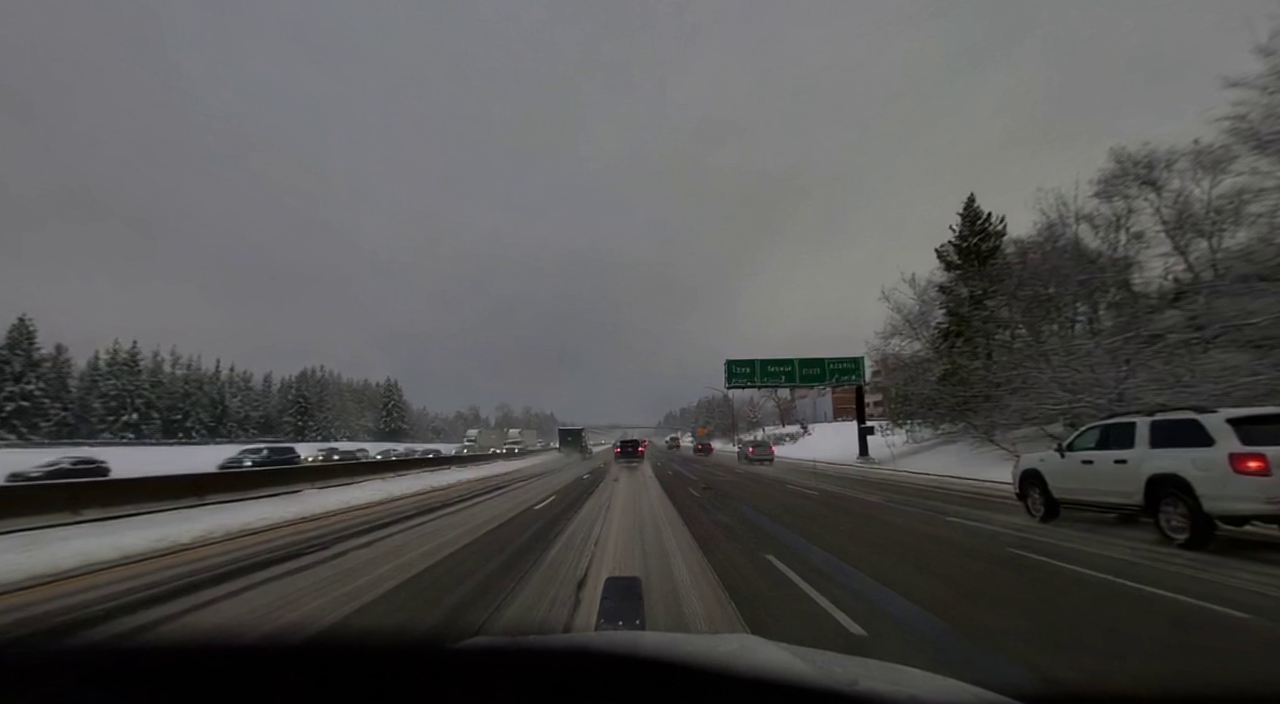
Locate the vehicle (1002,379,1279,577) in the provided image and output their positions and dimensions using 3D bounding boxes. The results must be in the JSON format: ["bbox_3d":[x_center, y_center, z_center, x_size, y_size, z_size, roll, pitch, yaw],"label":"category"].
[{"bbox_3d":[7.409,1.591,8.529,2.077,1.955,4.817,0,-9,-1],"label":"vehicle"}]

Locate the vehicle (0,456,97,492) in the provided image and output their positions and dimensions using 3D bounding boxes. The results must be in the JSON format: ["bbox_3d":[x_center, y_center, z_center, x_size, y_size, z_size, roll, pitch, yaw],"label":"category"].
[{"bbox_3d":[-25.283,5.098,26.628,1.663,1.370,3.443,0,-9,-1],"label":"vehicle"}]

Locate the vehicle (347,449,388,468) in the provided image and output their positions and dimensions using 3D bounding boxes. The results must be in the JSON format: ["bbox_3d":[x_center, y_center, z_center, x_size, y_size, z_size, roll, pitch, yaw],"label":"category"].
[{"bbox_3d":[-21.390,8.343,49.631,1.691,1.389,3.359,0,-9,0],"label":"vehicle"}]

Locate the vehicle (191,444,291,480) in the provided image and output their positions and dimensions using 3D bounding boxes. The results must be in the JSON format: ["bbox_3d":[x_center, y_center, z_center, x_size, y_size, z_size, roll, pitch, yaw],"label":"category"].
[{"bbox_3d":[-17.610,4.838,28.109,2.002,1.476,3.730,0,-9,-1],"label":"vehicle"}]

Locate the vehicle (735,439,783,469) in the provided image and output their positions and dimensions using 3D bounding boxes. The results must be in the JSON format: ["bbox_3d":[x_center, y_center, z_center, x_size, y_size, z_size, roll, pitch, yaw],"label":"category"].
[{"bbox_3d":[7.027,6.056,37.680,1.944,1.666,4.184,0,-9,-2],"label":"vehicle"}]

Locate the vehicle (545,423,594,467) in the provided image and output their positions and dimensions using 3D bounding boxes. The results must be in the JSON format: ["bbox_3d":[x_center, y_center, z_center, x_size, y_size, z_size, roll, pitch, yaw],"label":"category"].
[{"bbox_3d":[-4.434,6.022,40.783,2.398,2.593,5.808,0,-9,0],"label":"vehicle"}]

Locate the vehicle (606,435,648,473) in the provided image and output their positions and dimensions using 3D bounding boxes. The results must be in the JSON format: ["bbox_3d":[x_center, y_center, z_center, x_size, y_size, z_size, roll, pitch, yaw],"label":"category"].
[{"bbox_3d":[-0.619,5.189,32.346,2.002,1.759,4.658,0,-8,0],"label":"vehicle"}]
